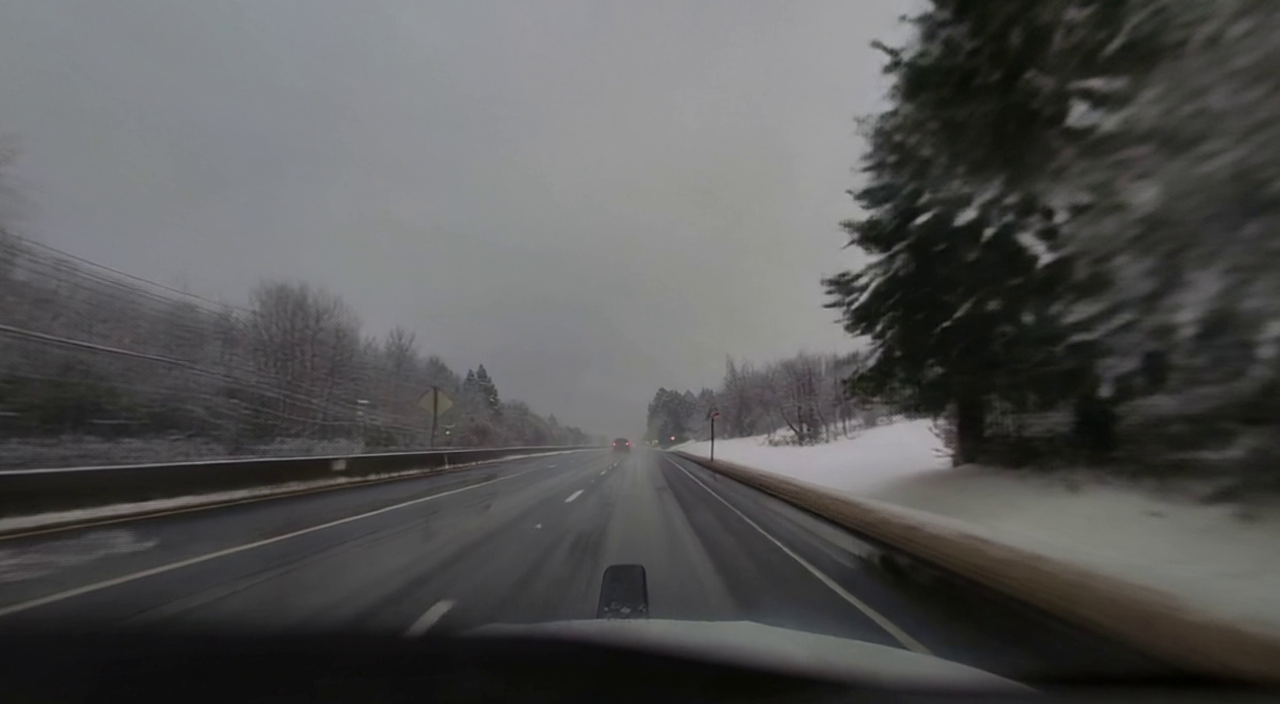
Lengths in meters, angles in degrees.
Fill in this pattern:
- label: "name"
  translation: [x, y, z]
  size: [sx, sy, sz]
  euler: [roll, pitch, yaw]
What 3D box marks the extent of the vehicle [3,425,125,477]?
- label: "vehicle"
  translation: [-43.368, 7.460, 47.695]
  size: [2.985, 3.593, 6.643]
  euler: [1, -8, -3]
